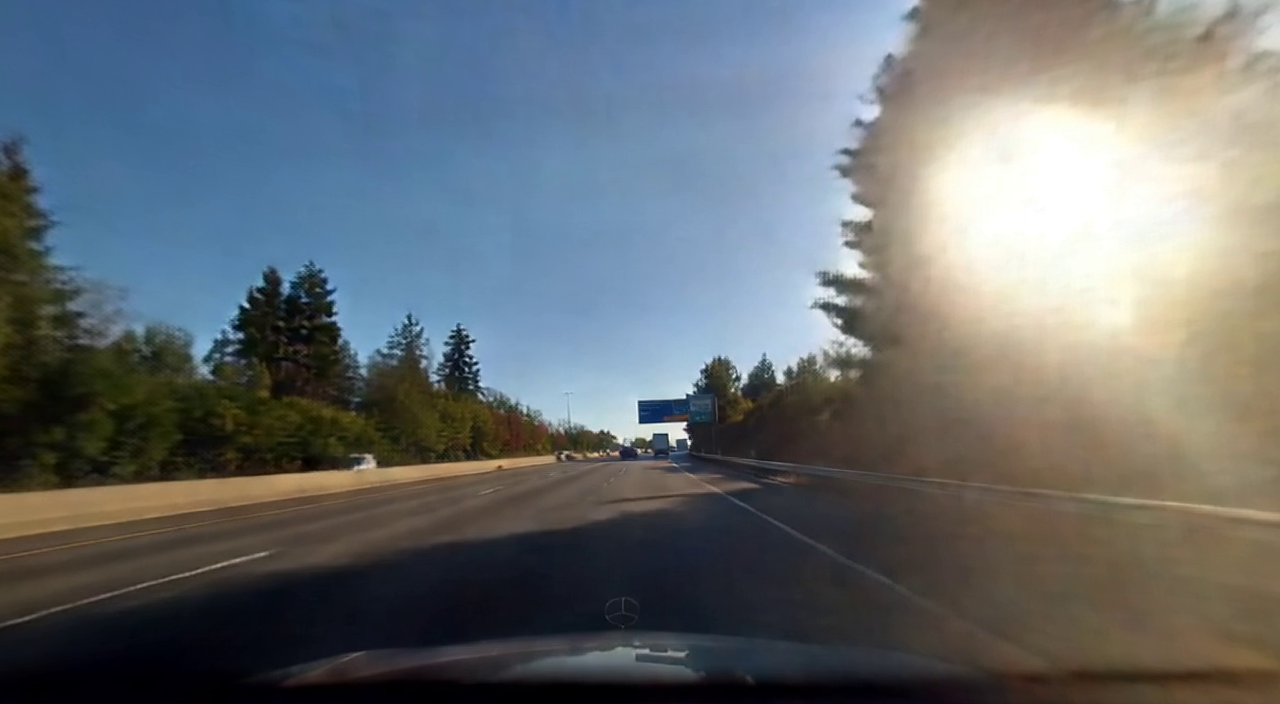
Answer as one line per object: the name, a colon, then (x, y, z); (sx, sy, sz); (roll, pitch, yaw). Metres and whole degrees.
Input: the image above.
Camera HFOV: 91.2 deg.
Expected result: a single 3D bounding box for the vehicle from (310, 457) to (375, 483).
vehicle: (-19.088, 7.569, 40.418); (1.859, 1.478, 4.539); (0, -9, 2)
